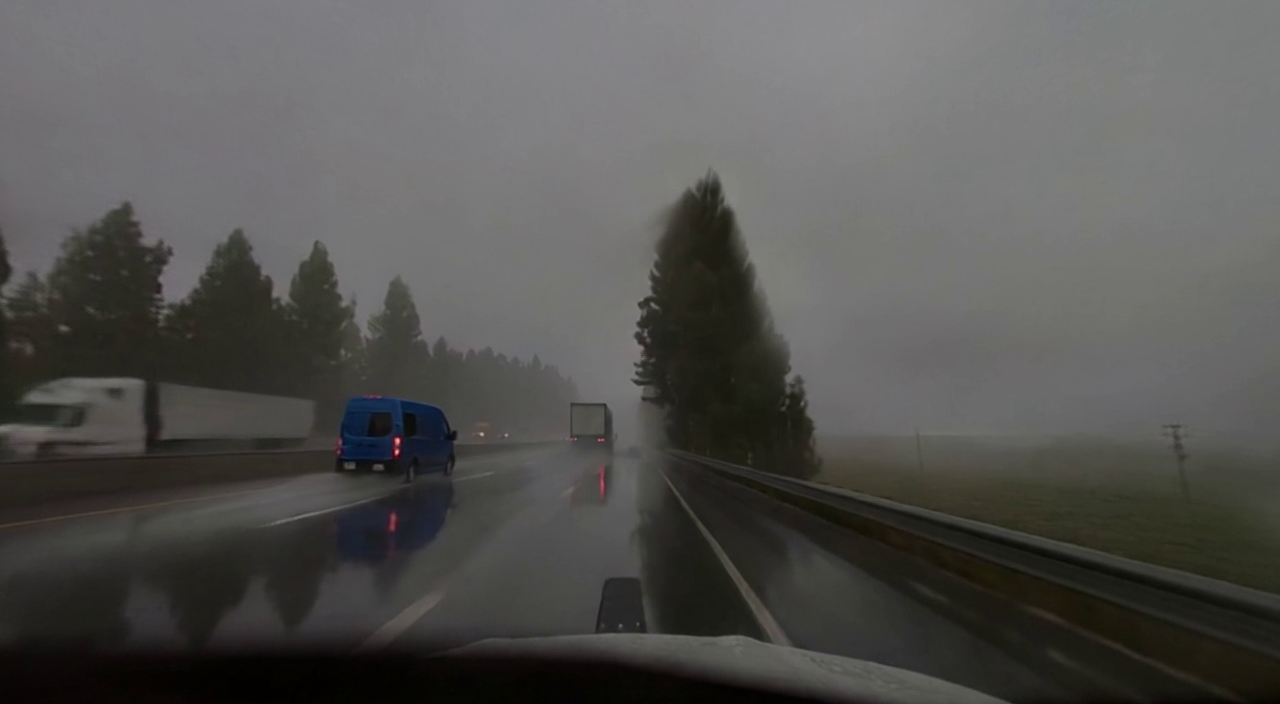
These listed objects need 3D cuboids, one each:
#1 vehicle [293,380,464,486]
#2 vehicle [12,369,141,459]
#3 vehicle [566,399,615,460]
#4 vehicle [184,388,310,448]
[{"bbox_3d":[-7.847,2.592,20.072,2.396,2.763,6.935,0,-8,0],"label":"vehicle"},{"bbox_3d":[-26.332,2.944,29.639,3.136,4.017,2.784,0,-8,0],"label":"vehicle"},{"bbox_3d":[-3.552,5.847,47.307,3.173,4.185,8.360,0,-8,-1],"label":"vehicle"},{"bbox_3d":[-26.418,4.626,43.078,3.101,3.649,8.578,0,-8,-1],"label":"vehicle"}]
